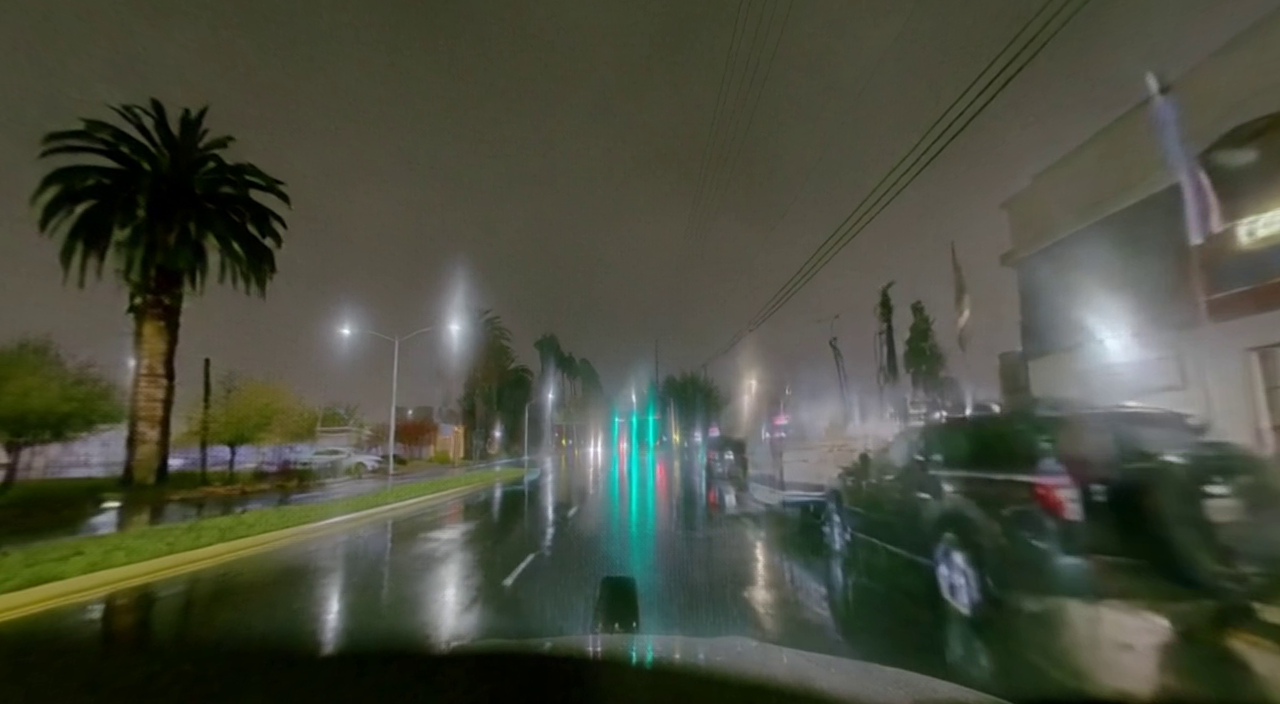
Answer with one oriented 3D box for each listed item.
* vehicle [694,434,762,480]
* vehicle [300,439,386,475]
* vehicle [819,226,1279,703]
[{"bbox_3d":[3.627,4.424,26.835,2.138,1.743,4.363,0,-8,-1],"label":"vehicle"},{"bbox_3d":[-19.436,6.822,41.247,6.167,2.125,2.526,-7,-10,38],"label":"vehicle"},{"bbox_3d":[3.664,0.998,6.026,2.221,2.552,5.594,0,-9,0],"label":"vehicle"}]
